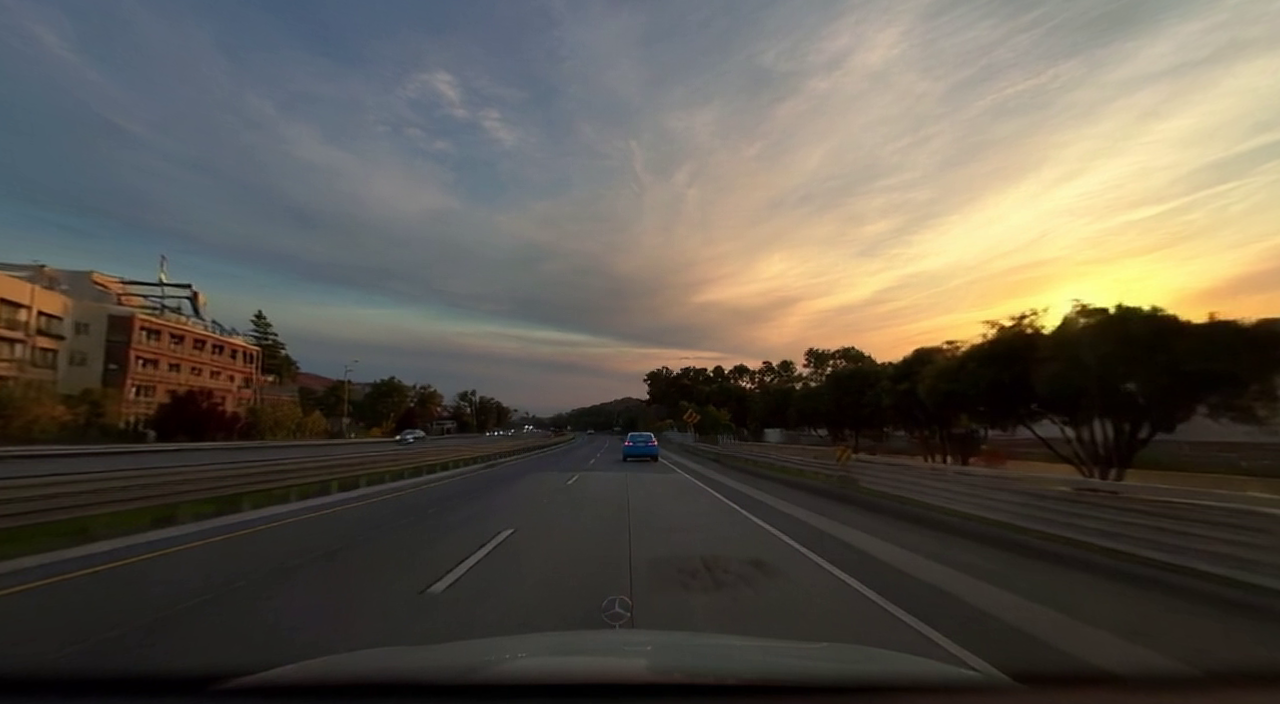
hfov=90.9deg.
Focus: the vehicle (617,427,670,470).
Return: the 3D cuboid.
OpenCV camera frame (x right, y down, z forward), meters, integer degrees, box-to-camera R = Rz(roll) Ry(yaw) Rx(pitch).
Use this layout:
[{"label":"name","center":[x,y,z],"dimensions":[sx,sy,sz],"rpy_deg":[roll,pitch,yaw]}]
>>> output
[{"label":"vehicle","center":[0.067,3.982,26.210],"dimensions":[2.020,1.633,3.942],"rpy_deg":[0,-8,-2]}]
